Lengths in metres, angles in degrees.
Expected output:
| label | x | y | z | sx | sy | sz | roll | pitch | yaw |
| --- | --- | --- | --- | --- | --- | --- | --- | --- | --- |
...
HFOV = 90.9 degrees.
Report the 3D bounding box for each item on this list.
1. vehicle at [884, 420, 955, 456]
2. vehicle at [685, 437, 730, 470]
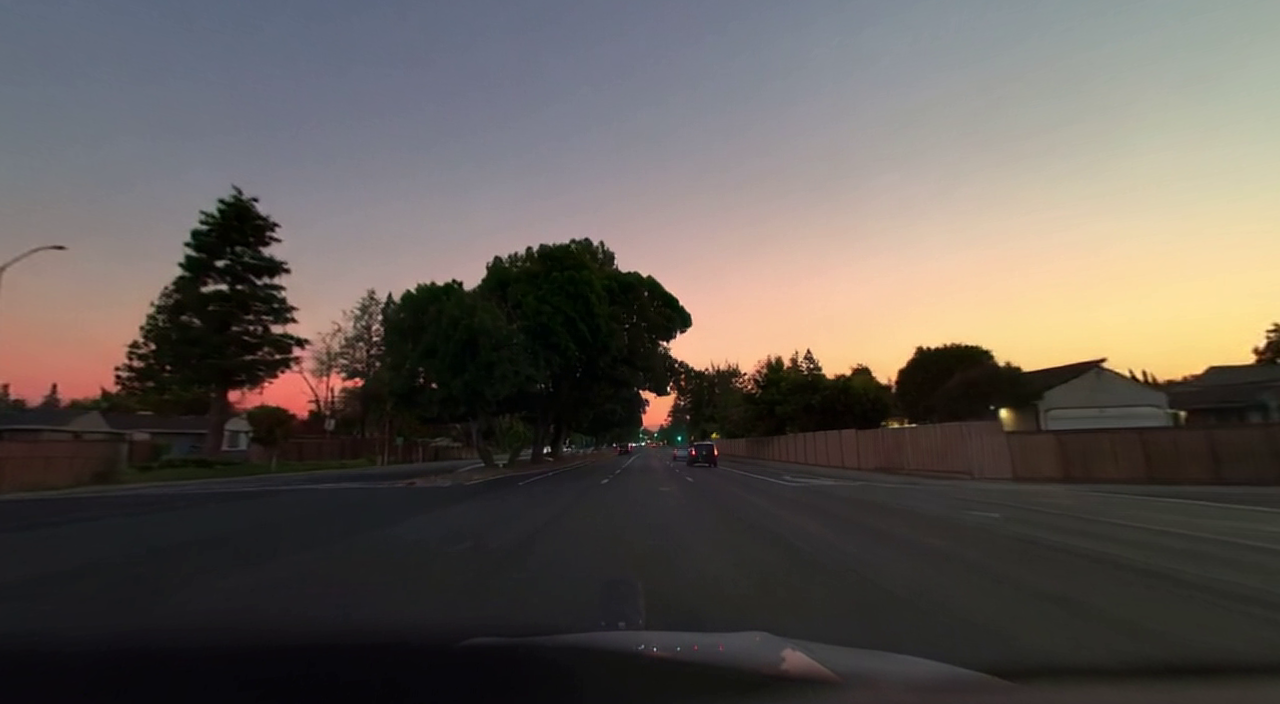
| label | x | y | z | sx | sy | sz | roll | pitch | yaw |
| --- | --- | --- | --- | --- | --- | --- | --- | --- | --- |
| vehicle | 15.669 | 4.855 | 35.623 | 2.084 | 1.868 | 5.067 | 0 | -8 | 6 |
| vehicle | 3.894 | 5.962 | 37.188 | 2.114 | 1.780 | 4.445 | 0 | -8 | -1 |
